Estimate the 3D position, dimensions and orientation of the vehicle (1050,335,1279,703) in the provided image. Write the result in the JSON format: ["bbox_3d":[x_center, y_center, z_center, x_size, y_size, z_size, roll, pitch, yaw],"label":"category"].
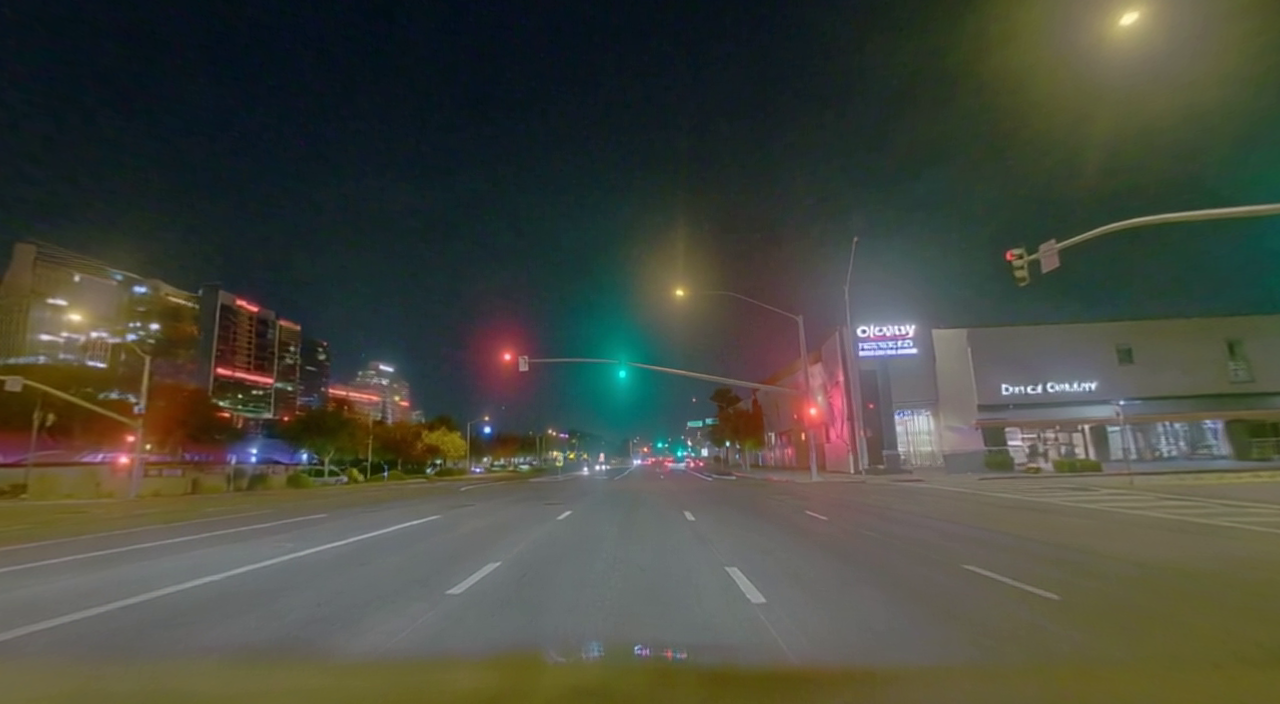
[{"bbox_3d":[3.294,0.630,1.132,1.973,1.697,4.377,0,-8,-3],"label":"vehicle"}]
